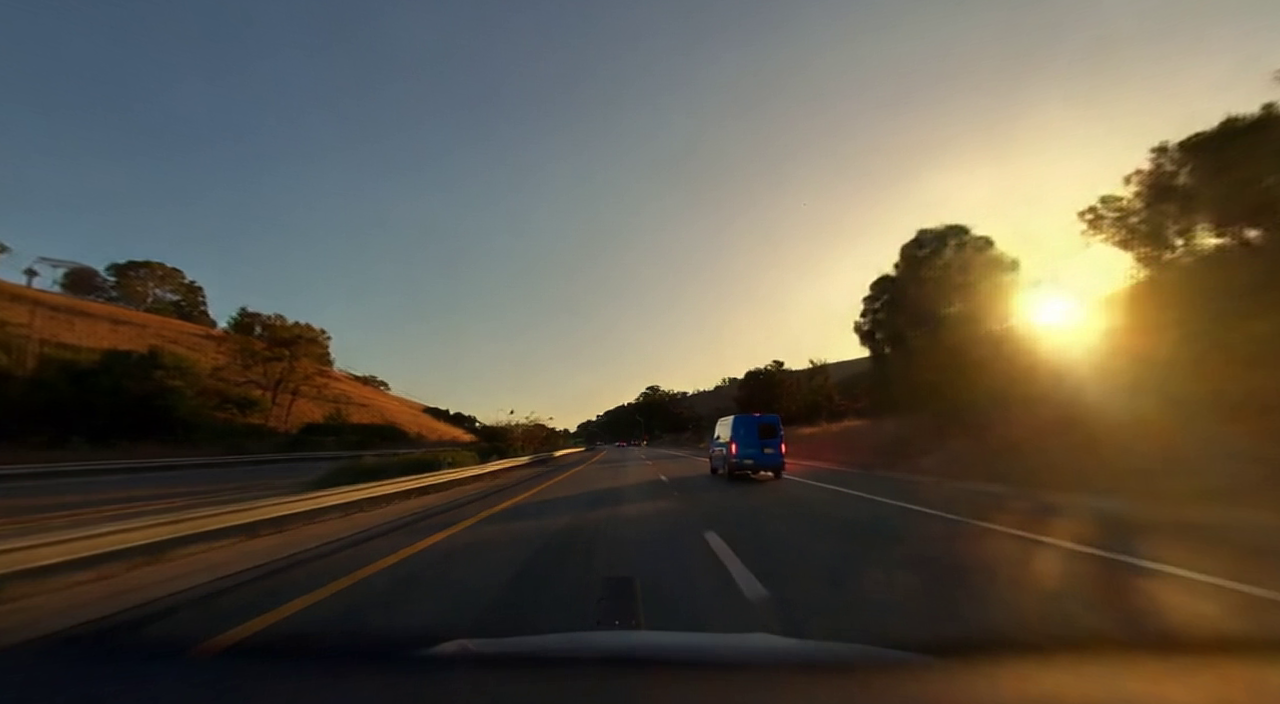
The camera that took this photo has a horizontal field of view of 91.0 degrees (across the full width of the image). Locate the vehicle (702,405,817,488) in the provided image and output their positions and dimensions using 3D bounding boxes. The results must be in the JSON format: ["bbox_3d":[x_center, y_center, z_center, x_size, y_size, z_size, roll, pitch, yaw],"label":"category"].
[{"bbox_3d":[3.272,2.728,18.338,2.269,2.048,4.679,0,-8,-2],"label":"vehicle"}]

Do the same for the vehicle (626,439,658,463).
[{"bbox_3d":[0.119,6.619,42.287,2.005,1.466,3.739,-1,-8,0],"label":"vehicle"}]
